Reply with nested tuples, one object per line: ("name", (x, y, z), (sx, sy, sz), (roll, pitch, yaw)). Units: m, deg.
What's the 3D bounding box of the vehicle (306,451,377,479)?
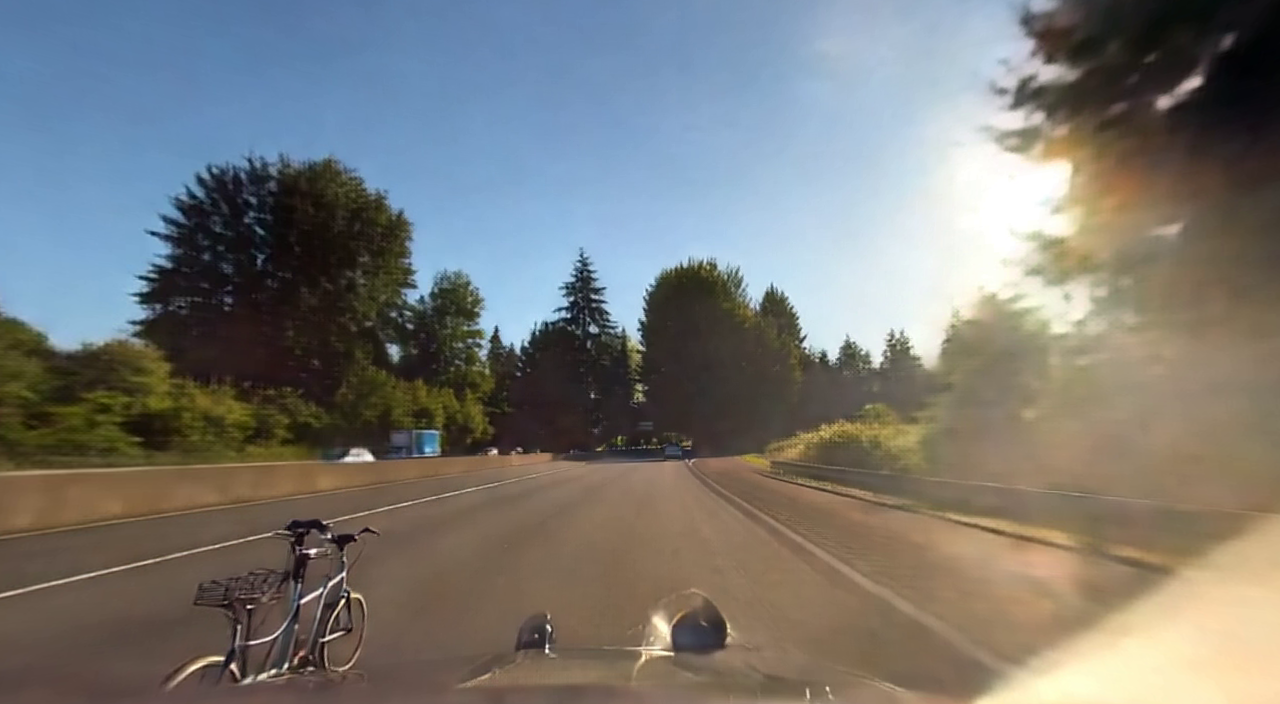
("vehicle", (-17.025, 6.461, 36.178), (1.957, 1.482, 4.172), (0, -9, 2))
